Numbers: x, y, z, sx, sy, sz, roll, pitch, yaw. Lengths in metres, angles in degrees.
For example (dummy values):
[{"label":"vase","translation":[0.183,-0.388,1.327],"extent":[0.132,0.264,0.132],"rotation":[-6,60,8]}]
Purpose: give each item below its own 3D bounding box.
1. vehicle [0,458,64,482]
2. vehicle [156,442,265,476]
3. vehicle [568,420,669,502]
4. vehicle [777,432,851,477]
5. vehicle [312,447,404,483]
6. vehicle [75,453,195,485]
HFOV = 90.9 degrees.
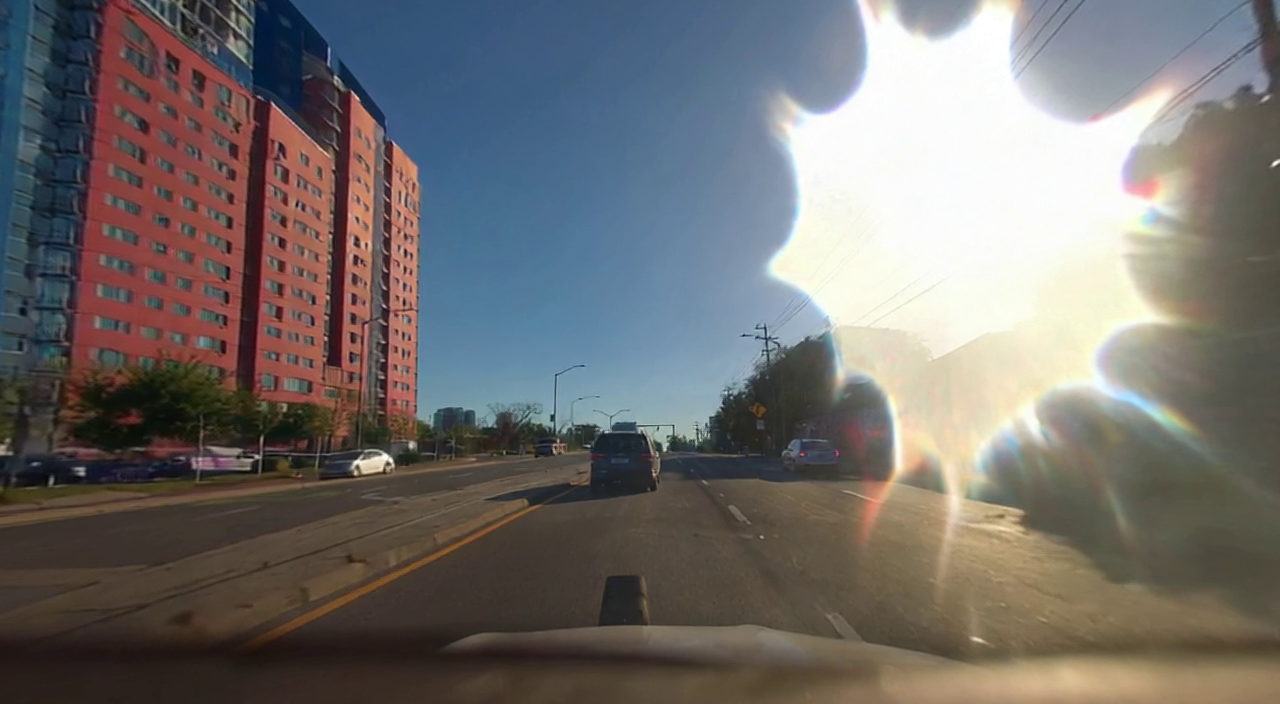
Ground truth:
[{"label":"vehicle","translation":[-40.598,7.644,40.916],"extent":[1.908,1.433,4.543],"rotation":[-1,-8,4]},{"label":"vehicle","translation":[-25.983,6.468,38.305],"extent":[4.916,1.826,2.242],"rotation":[-2,-9,-1]},{"label":"vehicle","translation":[-0.375,2.749,16.299],"extent":[2.160,1.786,4.702],"rotation":[0,-8,3]},{"label":"vehicle","translation":[7.324,4.357,27.028],"extent":[1.952,1.749,4.311],"rotation":[0,-8,0]},{"label":"vehicle","translation":[-13.008,5.193,29.400],"extent":[1.842,1.482,4.386],"rotation":[-1,-8,7]},{"label":"vehicle","translation":[-26.628,6.150,33.363],"extent":[4.712,1.473,2.083],"rotation":[-3,-9,5]}]
